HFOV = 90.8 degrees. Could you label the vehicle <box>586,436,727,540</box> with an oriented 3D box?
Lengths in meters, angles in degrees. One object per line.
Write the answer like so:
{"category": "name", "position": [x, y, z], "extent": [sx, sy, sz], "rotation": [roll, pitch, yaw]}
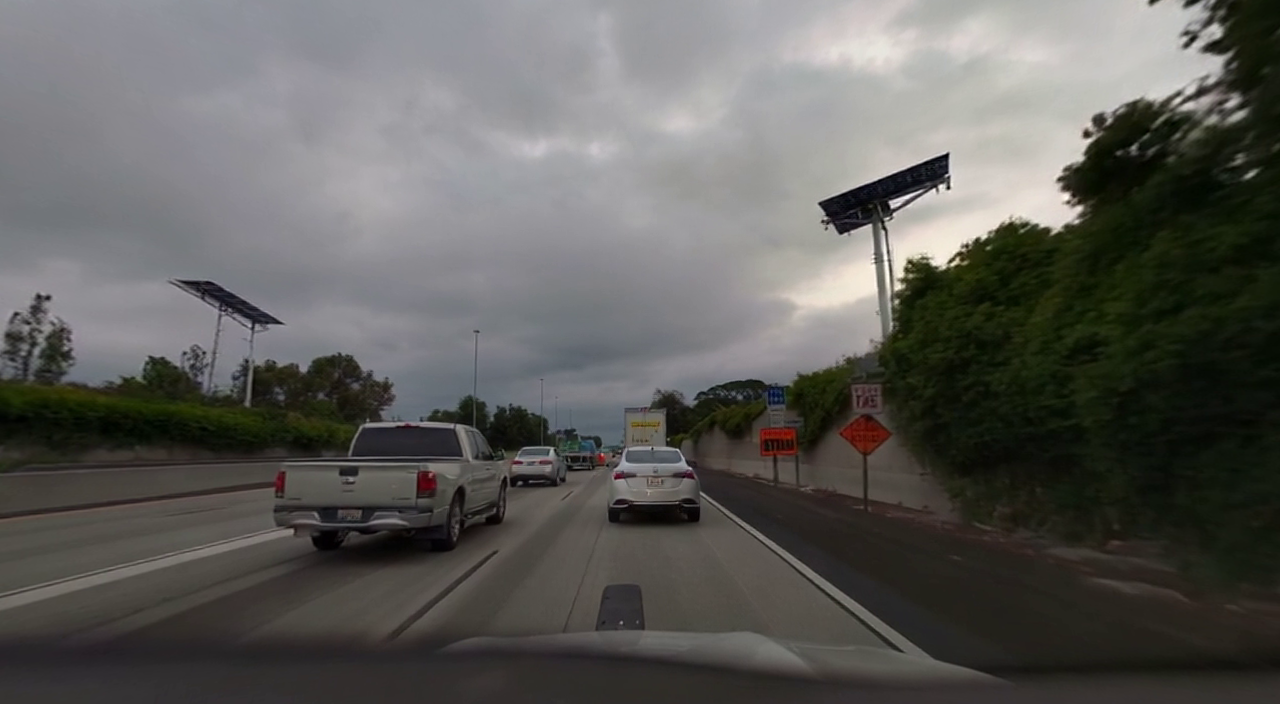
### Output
{"category": "vehicle", "position": [0.227, 2.272, 11.087], "extent": [2.063, 1.507, 3.488], "rotation": [0, -9, -1]}

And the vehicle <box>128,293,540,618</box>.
{"category": "vehicle", "position": [-3.089, 1.353, 8.753], "extent": [2.289, 2.757, 6.726], "rotation": [0, -9, 0]}
